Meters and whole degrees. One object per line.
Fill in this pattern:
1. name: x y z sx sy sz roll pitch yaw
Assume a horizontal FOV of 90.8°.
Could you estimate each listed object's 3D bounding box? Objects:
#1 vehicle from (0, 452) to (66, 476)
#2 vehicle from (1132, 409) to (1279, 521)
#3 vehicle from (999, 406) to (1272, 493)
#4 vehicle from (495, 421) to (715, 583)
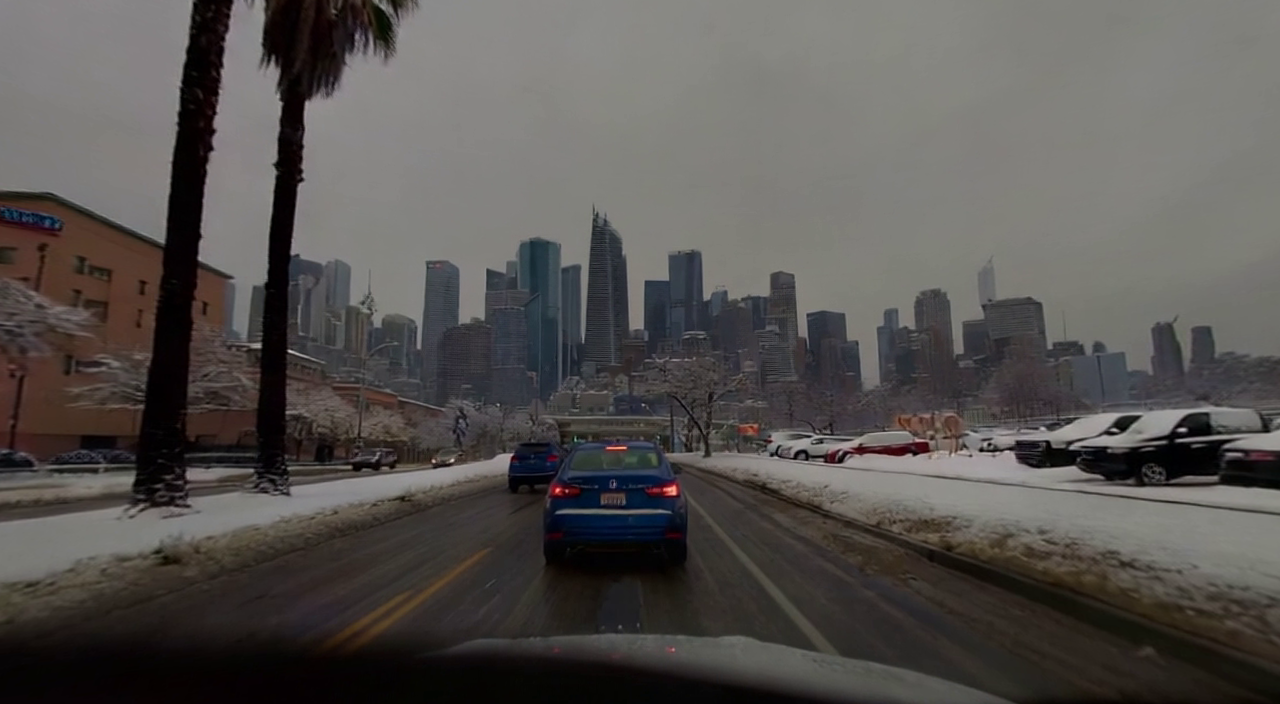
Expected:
1. vehicle: -41.650 7.506 42.372 4.261 1.507 1.977 0 -8 0
2. vehicle: 12.632 1.963 11.683 5.188 1.805 2.228 -2 -8 -2
3. vehicle: 12.885 2.583 16.807 5.187 1.962 2.196 -3 -9 3
4. vehicle: -0.307 1.656 7.702 2.004 1.465 3.713 0 -8 0
